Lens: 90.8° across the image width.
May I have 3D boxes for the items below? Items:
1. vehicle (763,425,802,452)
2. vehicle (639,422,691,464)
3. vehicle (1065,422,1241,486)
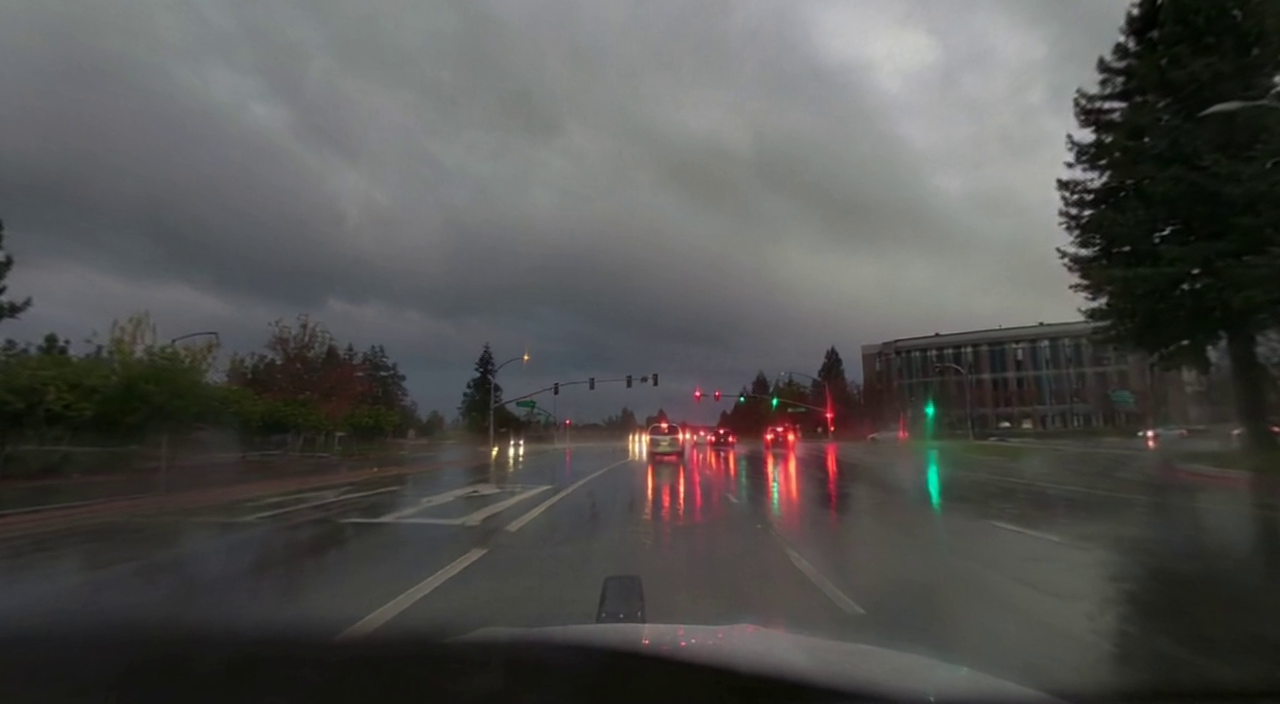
[{"bbox_3d":[9.869,6.025,43.937,2.074,1.791,4.393,-1,-8,6],"label":"vehicle"},{"bbox_3d":[1.250,4.258,29.577,2.211,1.795,4.179,-1,-8,5],"label":"vehicle"},{"bbox_3d":[14.648,2.936,18.475,2.118,1.606,4.640,-2,-8,14],"label":"vehicle"}]
